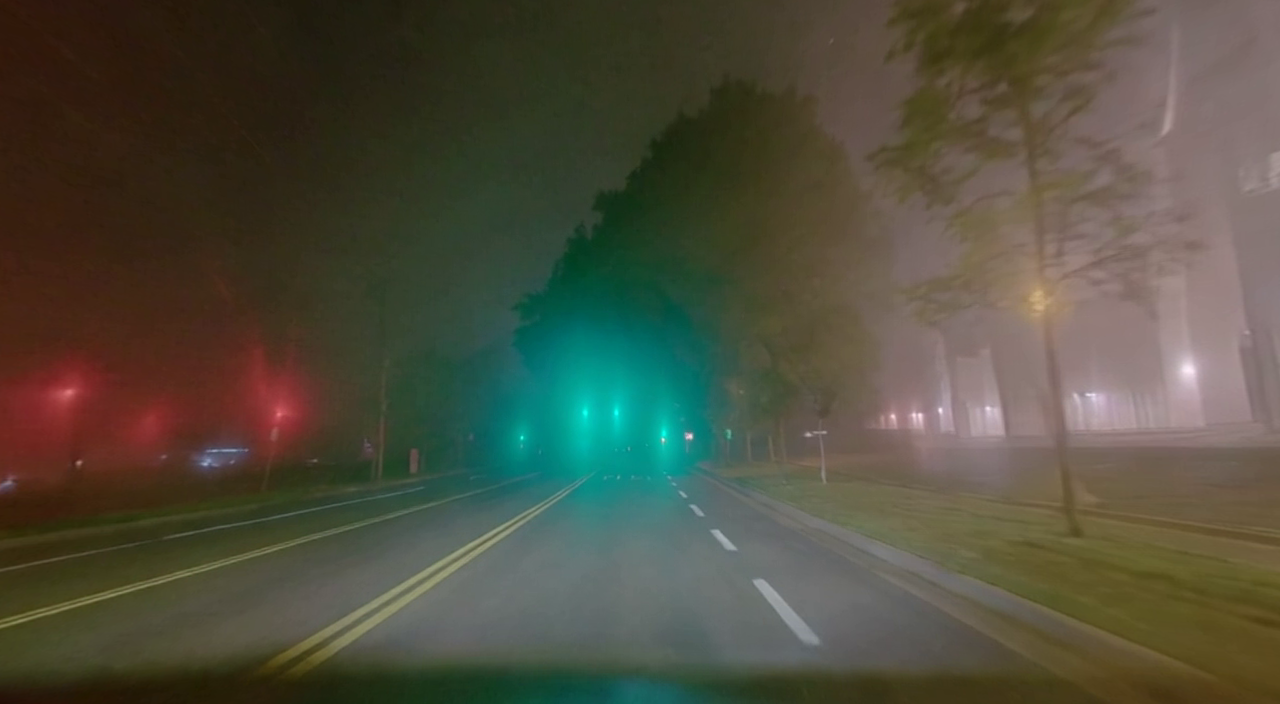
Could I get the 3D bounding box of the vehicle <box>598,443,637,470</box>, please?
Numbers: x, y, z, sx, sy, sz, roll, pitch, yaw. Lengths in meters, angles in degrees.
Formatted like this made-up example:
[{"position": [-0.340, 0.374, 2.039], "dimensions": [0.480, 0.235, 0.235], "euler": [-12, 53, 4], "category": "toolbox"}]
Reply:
[{"position": [-1.342, 6.104, 37.010], "dimensions": [2.131, 1.474, 4.146], "euler": [0, -9, -3], "category": "vehicle"}]
